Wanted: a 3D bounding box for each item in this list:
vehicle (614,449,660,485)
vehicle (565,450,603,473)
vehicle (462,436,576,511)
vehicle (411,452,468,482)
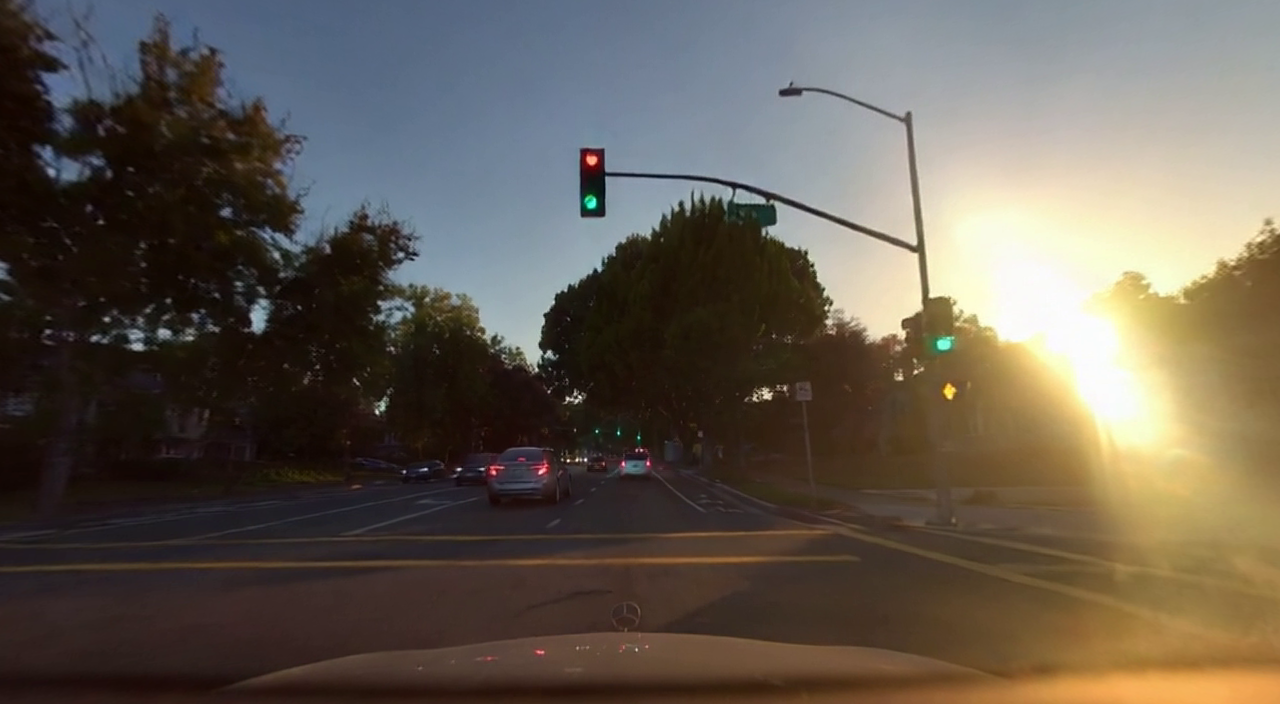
[{"bbox_3d":[-0.136,5.439,30.139,2.062,1.518,3.901,0,-8,0],"label":"vehicle"},{"bbox_3d":[-3.847,7.636,44.294,2.268,1.522,4.350,0,-8,0],"label":"vehicle"},{"bbox_3d":[-3.113,3.234,17.355,2.157,1.771,4.452,0,-8,1],"label":"vehicle"},{"bbox_3d":[-12.823,7.398,40.748,2.034,1.661,4.686,-4,-10,2],"label":"vehicle"}]
